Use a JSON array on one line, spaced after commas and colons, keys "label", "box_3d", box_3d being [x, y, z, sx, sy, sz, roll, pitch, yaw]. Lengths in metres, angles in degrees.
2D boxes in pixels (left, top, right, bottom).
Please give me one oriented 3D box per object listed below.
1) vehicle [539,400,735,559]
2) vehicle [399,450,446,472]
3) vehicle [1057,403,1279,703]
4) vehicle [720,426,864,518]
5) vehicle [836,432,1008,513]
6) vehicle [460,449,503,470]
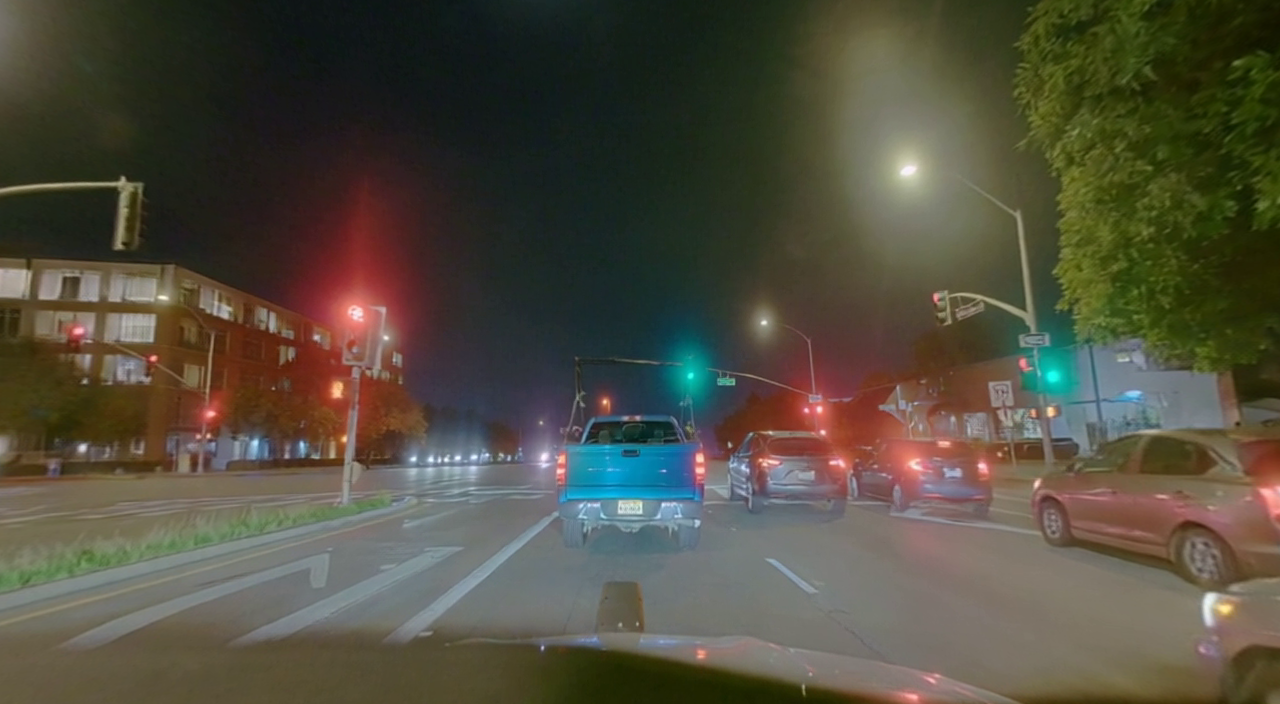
[{"label": "vehicle", "box_3d": [-0.124, 1.859, 9.922, 2.344, 1.883, 4.572, 0, -8, -2]}, {"label": "vehicle", "box_3d": [-15.835, 7.932, 46.208, 1.915, 1.491, 4.347, 0, -8, 0]}, {"label": "vehicle", "box_3d": [3.244, 0.749, 1.074, 2.057, 1.463, 4.365, 0, -8, 0]}, {"label": "vehicle", "box_3d": [3.188, 2.620, 14.323, 2.013, 1.742, 4.424, 0, -8, -2]}, {"label": "vehicle", "box_3d": [6.489, 2.799, 15.196, 2.002, 1.651, 4.305, 0, -8, -2]}, {"label": "vehicle", "box_3d": [-11.764, 7.962, 47.078, 1.989, 1.459, 4.667, 0, -8, 0]}]
